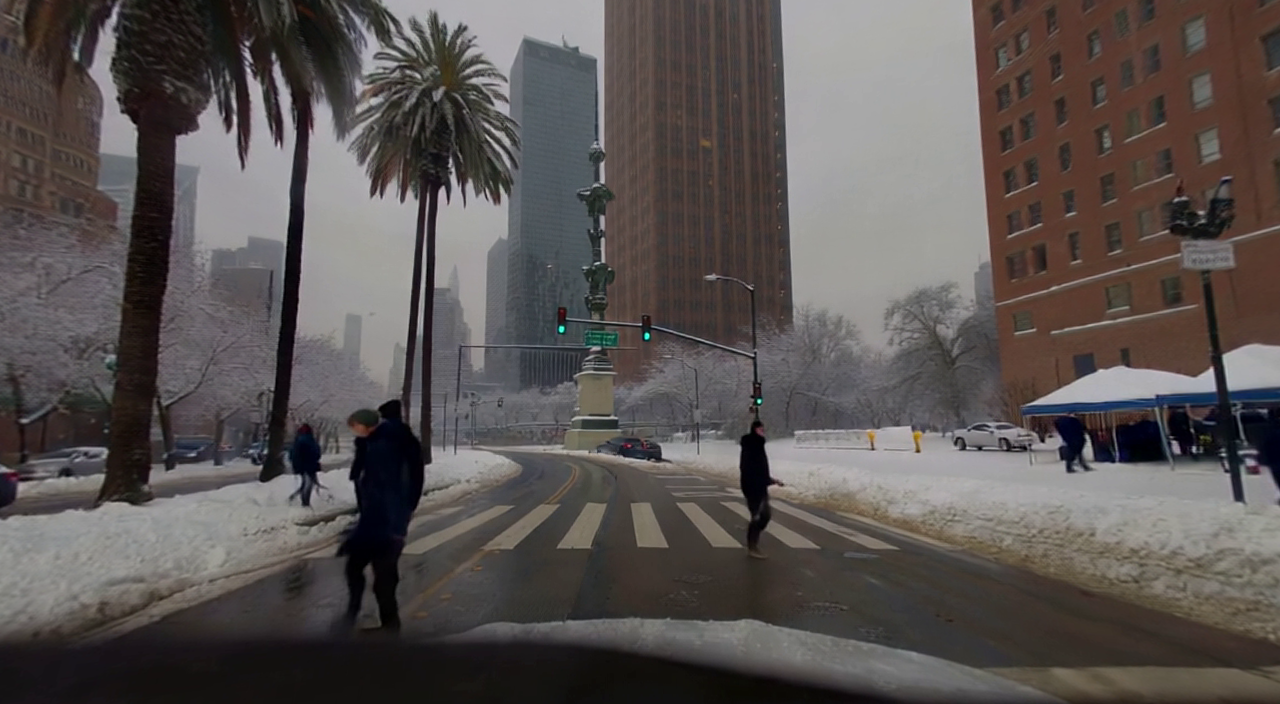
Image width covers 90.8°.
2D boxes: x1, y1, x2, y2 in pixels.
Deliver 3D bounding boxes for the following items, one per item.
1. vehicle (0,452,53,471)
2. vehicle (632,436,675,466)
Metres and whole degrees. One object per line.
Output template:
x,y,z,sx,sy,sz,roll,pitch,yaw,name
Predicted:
-46.292,7.956,46.009,2.121,1.294,5.167,0,-8,1,vehicle
0.900,7.292,46.601,2.322,2.071,5.366,1,-9,-9,vehicle
